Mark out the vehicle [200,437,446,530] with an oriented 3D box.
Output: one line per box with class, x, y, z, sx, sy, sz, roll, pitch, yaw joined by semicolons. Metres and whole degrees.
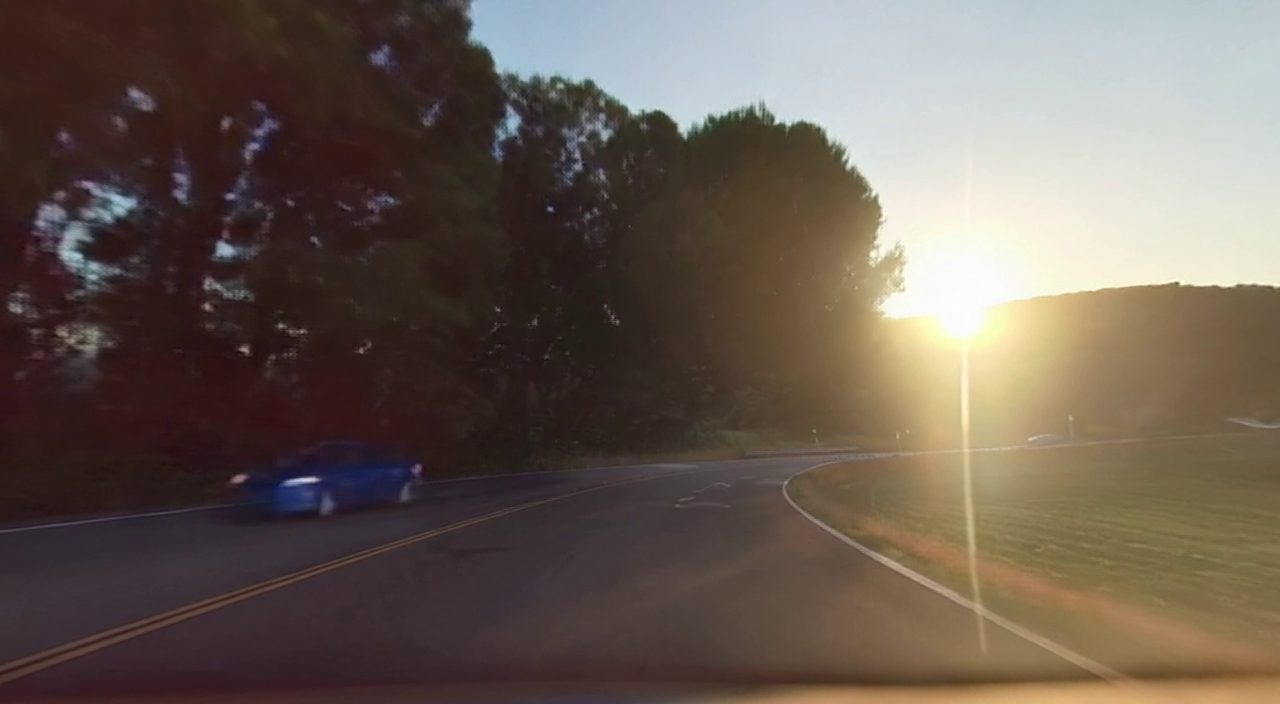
vehicle;-6.024;2.562;12.893;2.111;1.509;4.823;-1;-9;7
